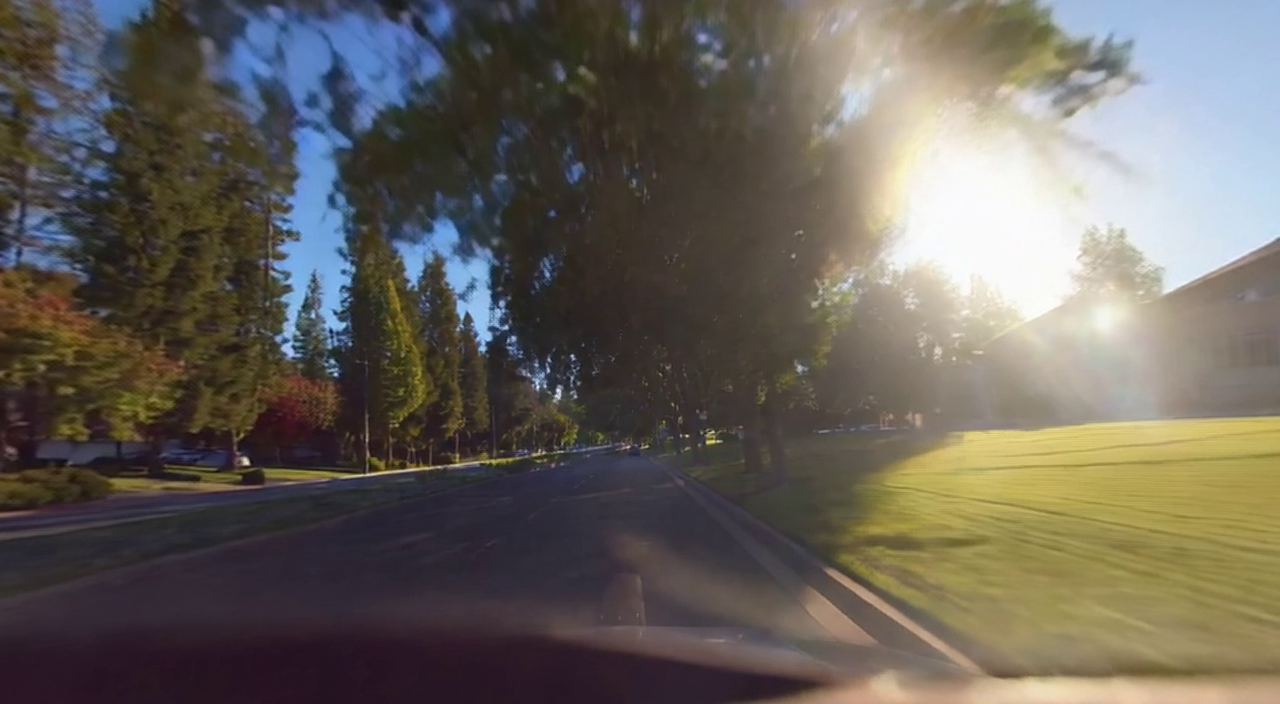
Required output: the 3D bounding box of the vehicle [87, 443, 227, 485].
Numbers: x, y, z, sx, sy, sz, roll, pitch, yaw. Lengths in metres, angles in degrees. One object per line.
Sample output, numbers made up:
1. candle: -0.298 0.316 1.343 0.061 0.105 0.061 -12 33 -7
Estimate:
1. vehicle: -24.809 5.755 32.653 5.409 1.967 2.123 -1 -8 0
